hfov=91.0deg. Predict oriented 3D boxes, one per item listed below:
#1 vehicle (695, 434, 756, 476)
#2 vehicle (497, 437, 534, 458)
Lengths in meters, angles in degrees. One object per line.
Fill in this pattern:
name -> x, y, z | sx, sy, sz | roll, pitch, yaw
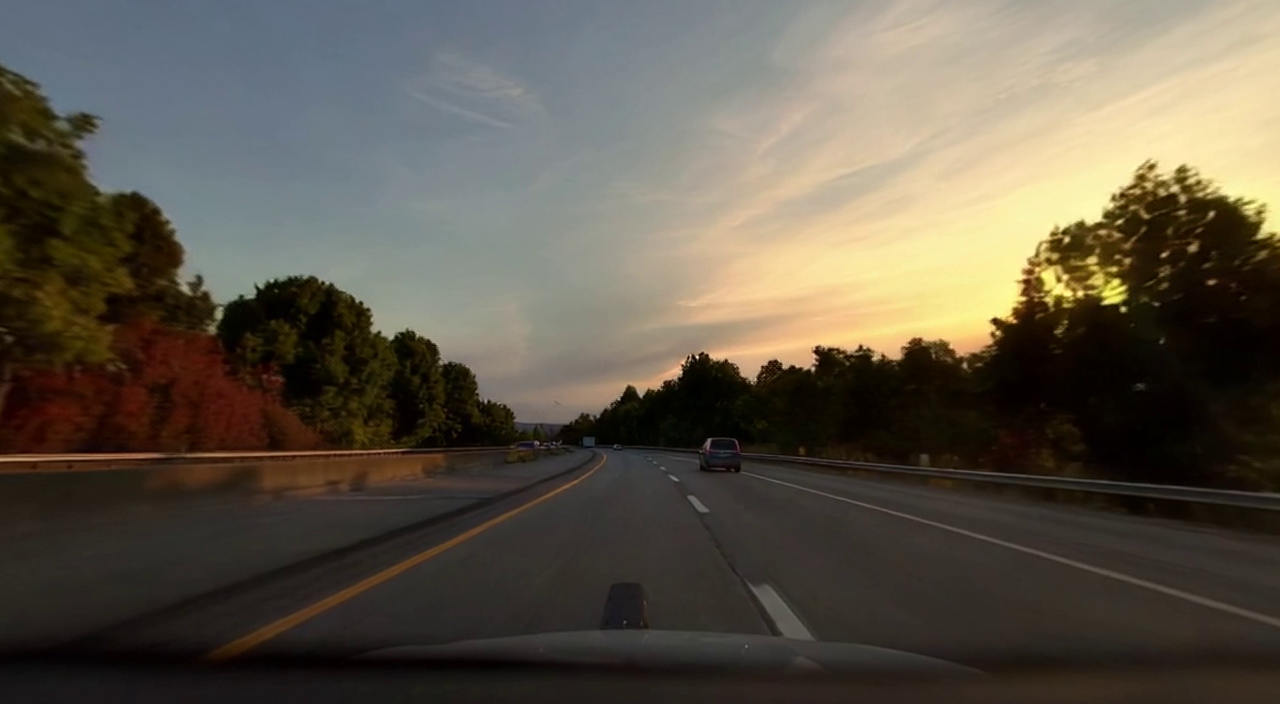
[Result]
vehicle -> 3.771, 4.646, 28.540 | 2.079, 1.729, 4.380 | 0, -8, -1
vehicle -> -9.148, 7.046, 46.614 | 1.866, 1.493, 3.855 | 0, -8, 1
